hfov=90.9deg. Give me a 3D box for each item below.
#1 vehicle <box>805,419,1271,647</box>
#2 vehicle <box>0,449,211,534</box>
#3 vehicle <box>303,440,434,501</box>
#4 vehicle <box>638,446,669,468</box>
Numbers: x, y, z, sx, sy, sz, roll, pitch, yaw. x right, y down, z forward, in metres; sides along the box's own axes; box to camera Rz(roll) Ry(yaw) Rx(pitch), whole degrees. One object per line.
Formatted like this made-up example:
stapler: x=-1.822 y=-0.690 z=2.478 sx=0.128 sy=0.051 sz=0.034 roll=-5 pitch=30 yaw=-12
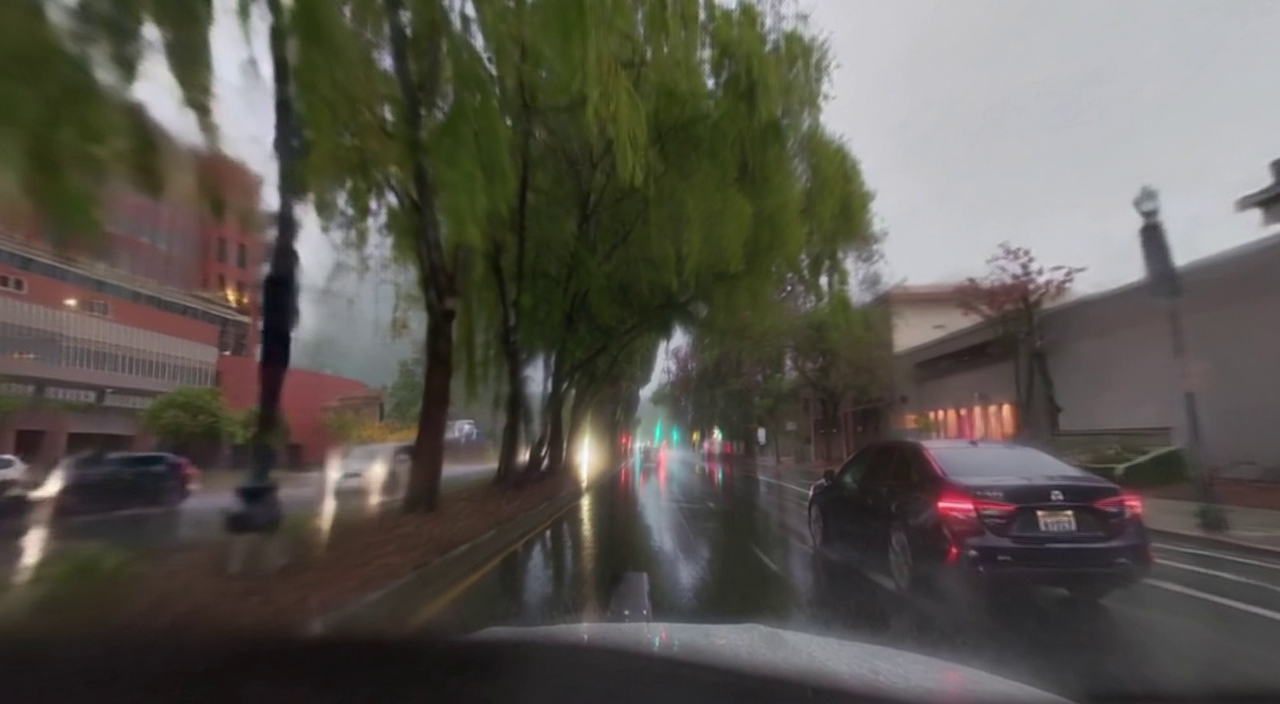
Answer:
vehicle: x=3.204 y=1.514 z=6.306 sx=1.989 sy=1.498 sz=4.050 roll=0 pitch=-8 yaw=0
vehicle: x=-12.022 y=3.015 z=14.149 sx=1.869 sy=1.529 sz=4.355 roll=-2 pitch=-9 yaw=-3
vehicle: x=-8.208 y=3.585 z=19.602 sx=2.013 sy=1.637 sz=4.479 roll=-1 pitch=-8 yaw=1
vehicle: x=0.859 y=6.857 z=41.433 sx=1.945 sy=1.343 sz=3.827 roll=0 pitch=-8 yaw=0
